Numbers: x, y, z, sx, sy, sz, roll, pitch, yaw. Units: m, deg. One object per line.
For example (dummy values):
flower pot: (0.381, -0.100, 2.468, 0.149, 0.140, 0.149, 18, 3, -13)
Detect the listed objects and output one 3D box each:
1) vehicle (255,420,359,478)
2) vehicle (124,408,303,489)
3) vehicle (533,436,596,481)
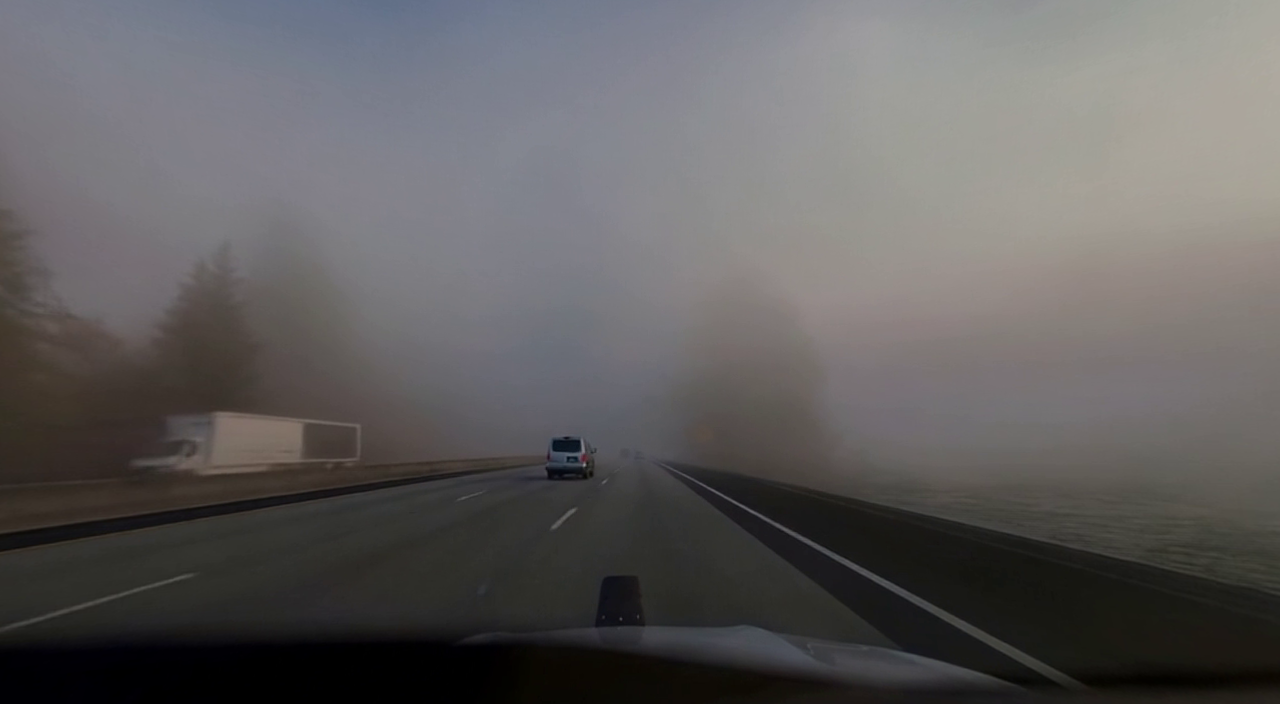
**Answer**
vehicle: (-24.162, 7.123, 46.456, 2.928, 3.860, 8.514, 0, -9, 0)
vehicle: (-24.105, 5.607, 36.798, 3.017, 3.992, 10.608, 0, -9, 0)
vehicle: (-3.512, 5.110, 30.536, 2.349, 1.973, 5.419, 0, -9, 0)
